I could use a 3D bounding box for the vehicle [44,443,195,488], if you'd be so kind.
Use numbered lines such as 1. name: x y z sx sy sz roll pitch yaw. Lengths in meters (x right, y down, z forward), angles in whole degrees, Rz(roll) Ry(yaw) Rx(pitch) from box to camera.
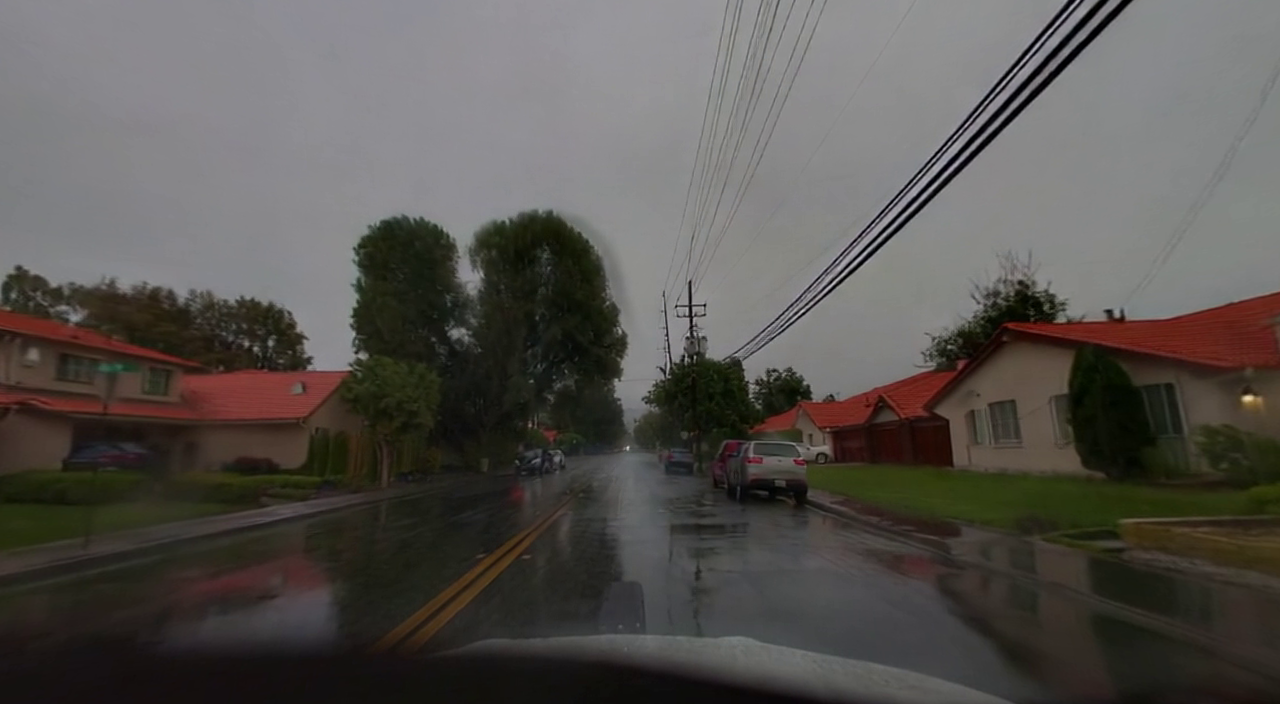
1. vehicle: -22.253 4.827 27.380 2.139 1.746 5.099 0 -8 1

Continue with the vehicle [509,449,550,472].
1. vehicle: -7.604 7.529 44.077 1.956 1.515 4.607 0 -8 1

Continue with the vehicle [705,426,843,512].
1. vehicle: 3.231 2.946 16.531 2.114 1.858 5.144 0 -8 -4
